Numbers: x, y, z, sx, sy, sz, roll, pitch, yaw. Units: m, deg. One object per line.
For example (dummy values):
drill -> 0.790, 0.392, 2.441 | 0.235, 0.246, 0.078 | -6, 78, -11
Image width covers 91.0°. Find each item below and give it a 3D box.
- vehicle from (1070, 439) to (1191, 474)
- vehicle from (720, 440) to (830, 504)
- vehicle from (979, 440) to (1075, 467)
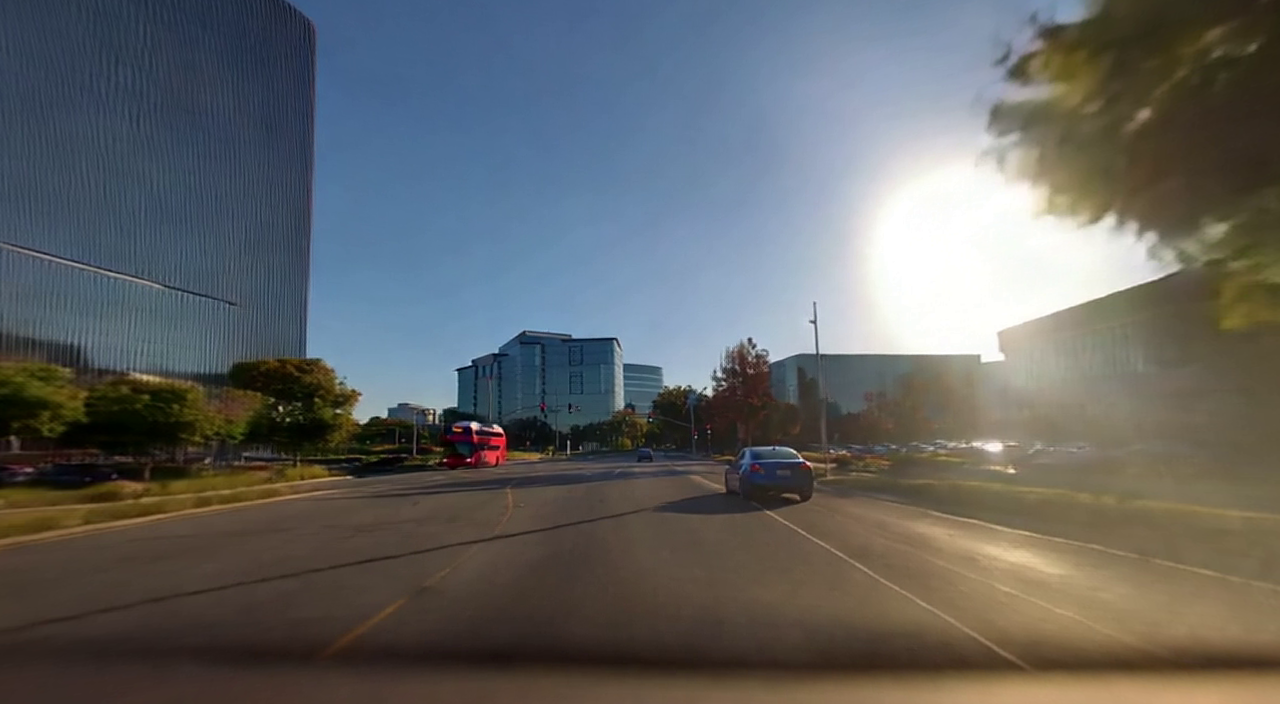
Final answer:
vehicle -> 21.224, 4.545, 27.372 | 3.643, 1.431, 1.884 | 0, -9, 0
vehicle -> 3.462, 3.172, 16.999 | 1.993, 1.501, 4.127 | 0, -9, -1
vehicle -> 21.796, 5.719, 35.606 | 4.135, 1.480, 1.915 | 0, -9, 0
